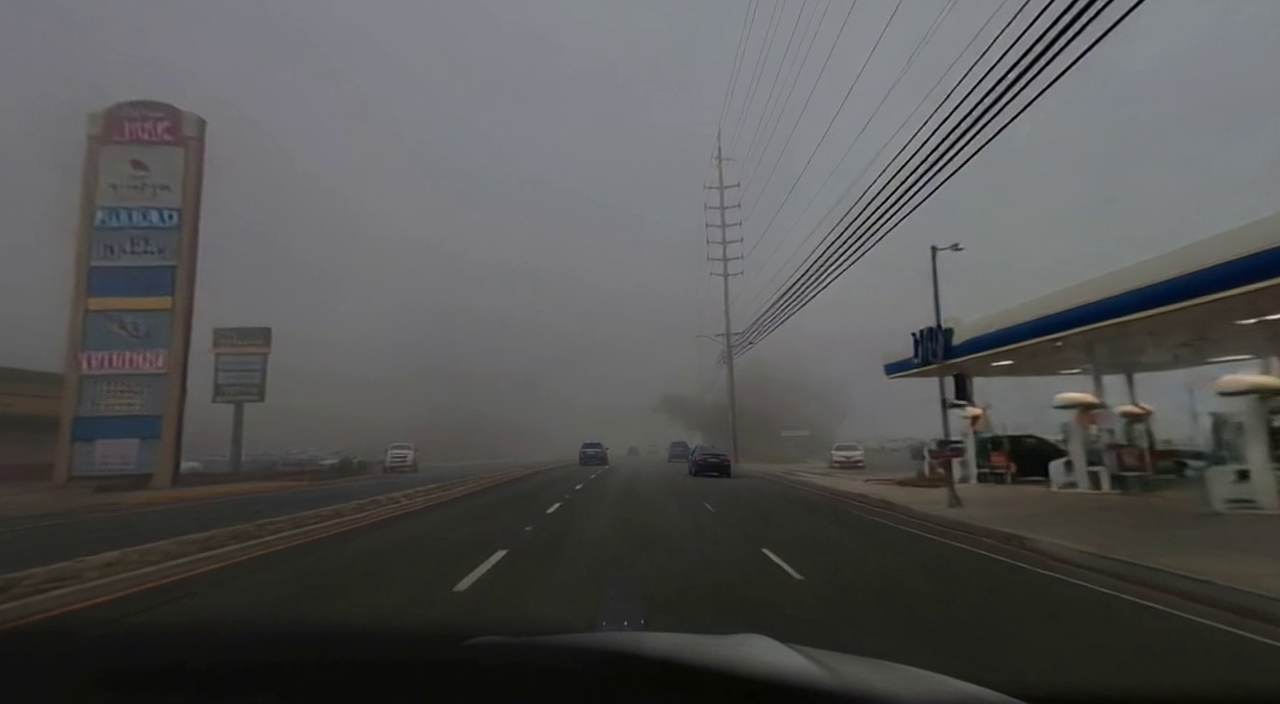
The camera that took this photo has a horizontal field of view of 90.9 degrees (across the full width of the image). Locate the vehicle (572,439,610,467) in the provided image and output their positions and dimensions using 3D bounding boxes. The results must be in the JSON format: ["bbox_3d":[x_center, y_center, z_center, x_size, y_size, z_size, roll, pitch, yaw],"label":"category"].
[{"bbox_3d":[-3.093,6.461,40.450,2.047,1.664,4.148,0,-9,1],"label":"vehicle"}]

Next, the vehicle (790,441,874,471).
[{"bbox_3d":[11.141,6.033,36.731,4.144,1.540,1.913,-1,-7,-7],"label":"vehicle"}]

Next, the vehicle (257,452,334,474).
[{"bbox_3d":[-26.460,8.537,48.476,4.739,1.607,2.045,-1,-9,5],"label":"vehicle"}]

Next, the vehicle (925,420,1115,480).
[{"bbox_3d":[12.243,3.187,20.542,4.832,1.813,2.170,1,-9,-5],"label":"vehicle"}]

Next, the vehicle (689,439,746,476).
[{"bbox_3d":[3.437,4.767,28.672,1.978,1.455,4.195,2,-9,-1],"label":"vehicle"}]

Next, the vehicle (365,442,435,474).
[{"bbox_3d":[-16.143,7.143,42.154,2.358,1.904,5.603,8,-14,-42],"label":"vehicle"}]

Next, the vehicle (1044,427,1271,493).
[{"bbox_3d":[13.002,2.704,16.008,4.126,1.523,2.063,1,-9,-8],"label":"vehicle"}]
